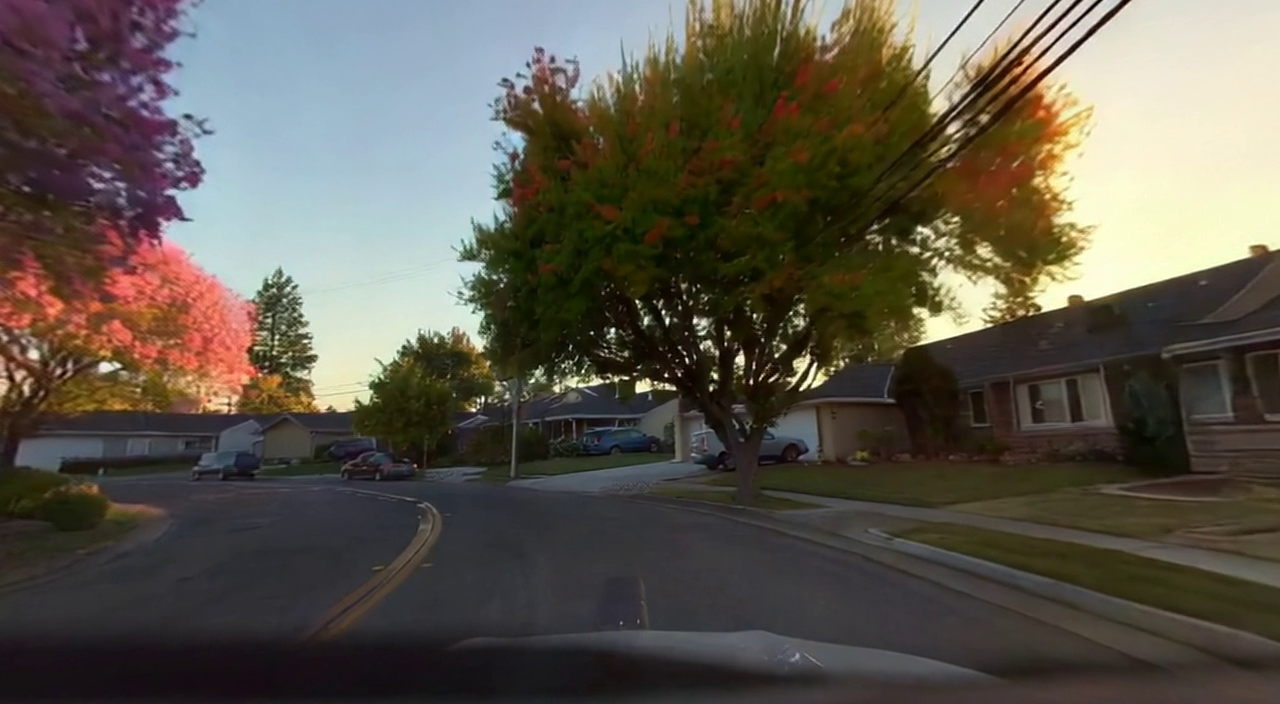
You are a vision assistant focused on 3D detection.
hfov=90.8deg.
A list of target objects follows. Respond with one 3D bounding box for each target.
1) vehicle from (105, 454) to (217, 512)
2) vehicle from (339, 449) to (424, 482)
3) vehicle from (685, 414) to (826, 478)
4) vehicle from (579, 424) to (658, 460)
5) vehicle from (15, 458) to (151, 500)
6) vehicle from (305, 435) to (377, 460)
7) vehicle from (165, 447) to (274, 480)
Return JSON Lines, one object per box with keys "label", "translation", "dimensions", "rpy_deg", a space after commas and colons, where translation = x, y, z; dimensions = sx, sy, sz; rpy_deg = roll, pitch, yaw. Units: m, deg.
{"label": "vehicle", "translation": [-16.039, 4.288, 21.105], "dimensions": [3.897, 1.493, 1.942], "rpy_deg": [-5, -7, 37]}
{"label": "vehicle", "translation": [-12.754, 5.540, 31.096], "dimensions": [4.019, 1.484, 1.978], "rpy_deg": [-6, -11, 36]}
{"label": "vehicle", "translation": [4.095, 3.279, 22.367], "dimensions": [4.459, 1.738, 1.930], "rpy_deg": [-2, -7, -25]}
{"label": "vehicle", "translation": [-1.107, 5.008, 35.085], "dimensions": [2.043, 1.819, 4.476], "rpy_deg": [-6, -11, 36]}
{"label": "vehicle", "translation": [-21.985, 5.006, 24.973], "dimensions": [4.348, 1.440, 2.040], "rpy_deg": [-5, -9, 19]}
{"label": "vehicle", "translation": [-22.719, 7.275, 48.011], "dimensions": [4.707, 1.800, 1.962], "rpy_deg": [5, -10, -29]}
{"label": "vehicle", "translation": [-23.845, 6.318, 35.884], "dimensions": [5.026, 1.774, 2.016], "rpy_deg": [-2, -9, 11]}
